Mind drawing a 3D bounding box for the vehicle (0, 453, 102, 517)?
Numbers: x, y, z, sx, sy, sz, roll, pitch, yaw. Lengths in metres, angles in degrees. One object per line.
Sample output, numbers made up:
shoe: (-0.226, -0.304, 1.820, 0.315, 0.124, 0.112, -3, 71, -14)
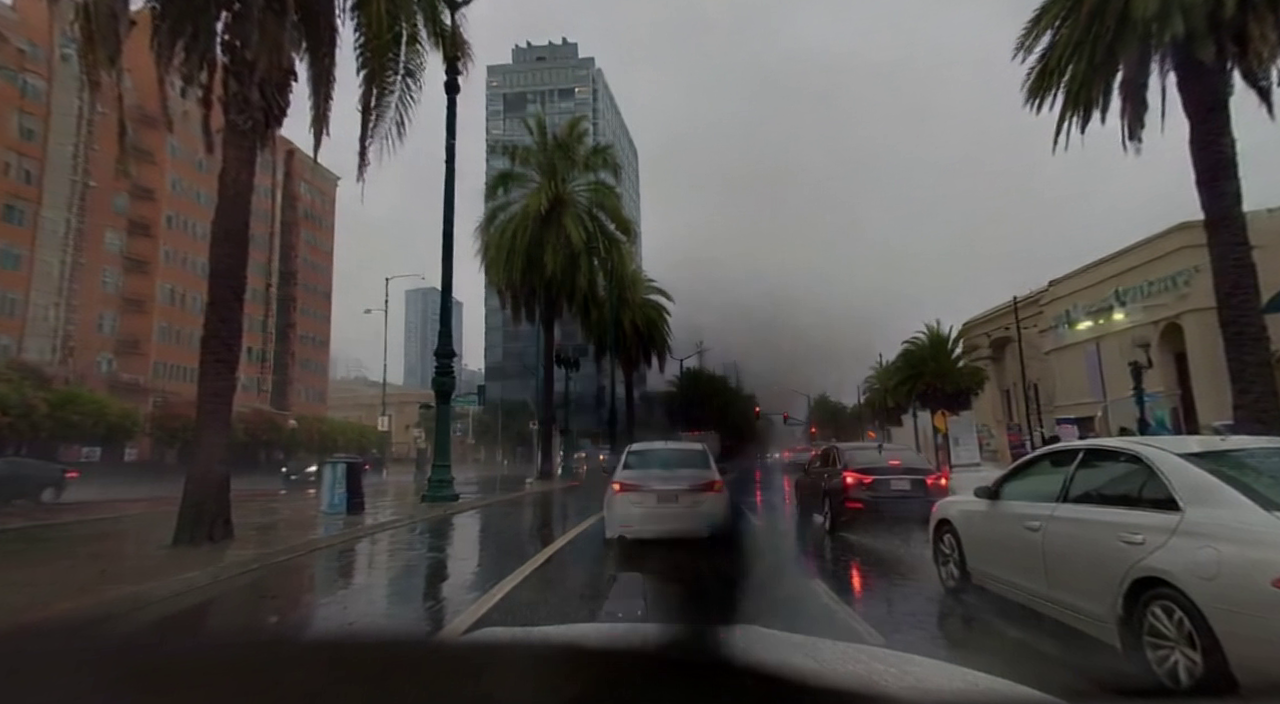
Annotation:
vehicle: (-16.923, 3.482, 16.632, 1.801, 1.563, 4.015, -1, -9, 3)

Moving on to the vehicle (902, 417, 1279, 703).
vehicle: (3.646, 1.275, 4.356, 1.913, 1.469, 4.425, -1, -9, 2)

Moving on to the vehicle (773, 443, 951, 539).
vehicle: (3.989, 2.543, 12.279, 1.920, 1.490, 4.417, 0, -9, 1)

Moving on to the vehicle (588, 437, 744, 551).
vehicle: (0.414, 2.186, 10.375, 2.078, 1.503, 3.681, -1, -9, 2)

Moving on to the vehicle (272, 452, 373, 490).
vehicle: (-15.168, 5.668, 30.504, 2.078, 1.662, 4.436, -2, -9, 9)
